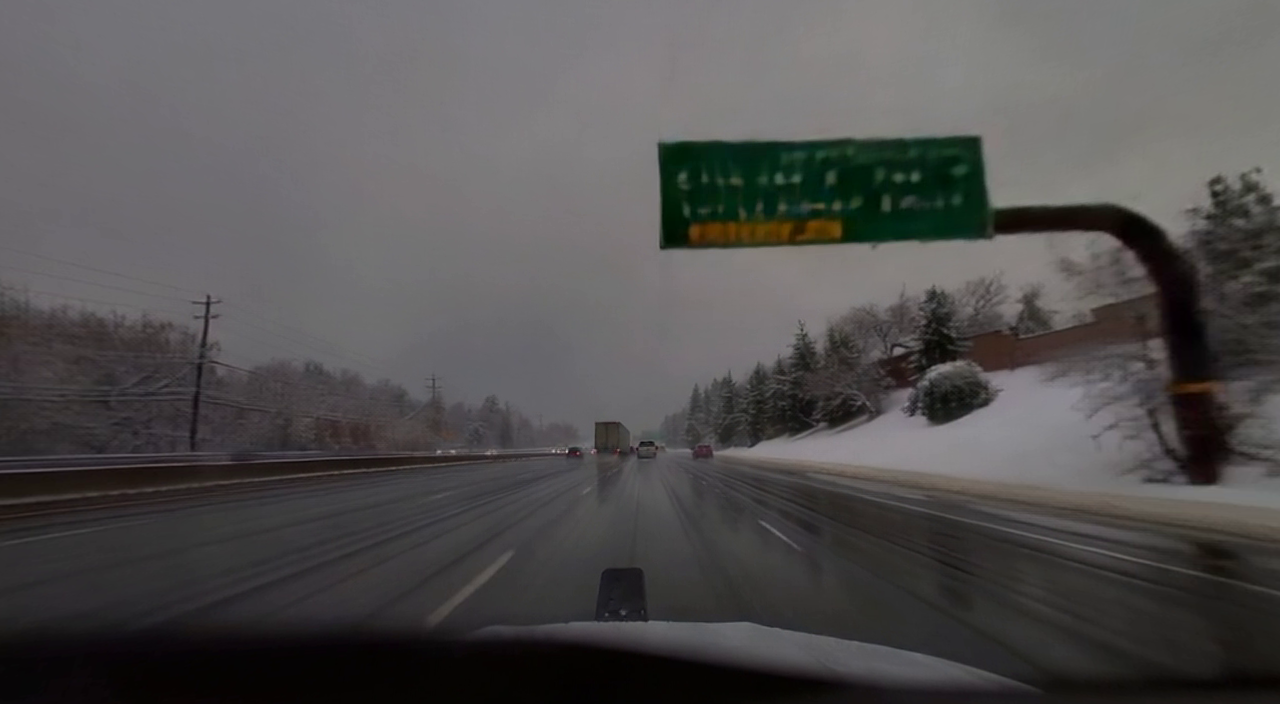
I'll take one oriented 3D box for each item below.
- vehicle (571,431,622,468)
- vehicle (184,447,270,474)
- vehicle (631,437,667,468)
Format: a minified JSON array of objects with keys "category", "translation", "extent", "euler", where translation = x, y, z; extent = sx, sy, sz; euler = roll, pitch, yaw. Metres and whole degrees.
[{"category":"vehicle","translation":[-3.087,7.569,49.671],"extent":[2.854,2.379,16.653],"euler":[-1,-8,0]},{"category":"vehicle","translation":[-24.434,6.407,37.553],"extent":[1.892,1.476,4.689],"euler":[0,-8,1]},{"category":"vehicle","translation":[0.620,6.922,43.682],"extent":[2.309,2.023,5.130],"euler":[0,-8,0]}]
